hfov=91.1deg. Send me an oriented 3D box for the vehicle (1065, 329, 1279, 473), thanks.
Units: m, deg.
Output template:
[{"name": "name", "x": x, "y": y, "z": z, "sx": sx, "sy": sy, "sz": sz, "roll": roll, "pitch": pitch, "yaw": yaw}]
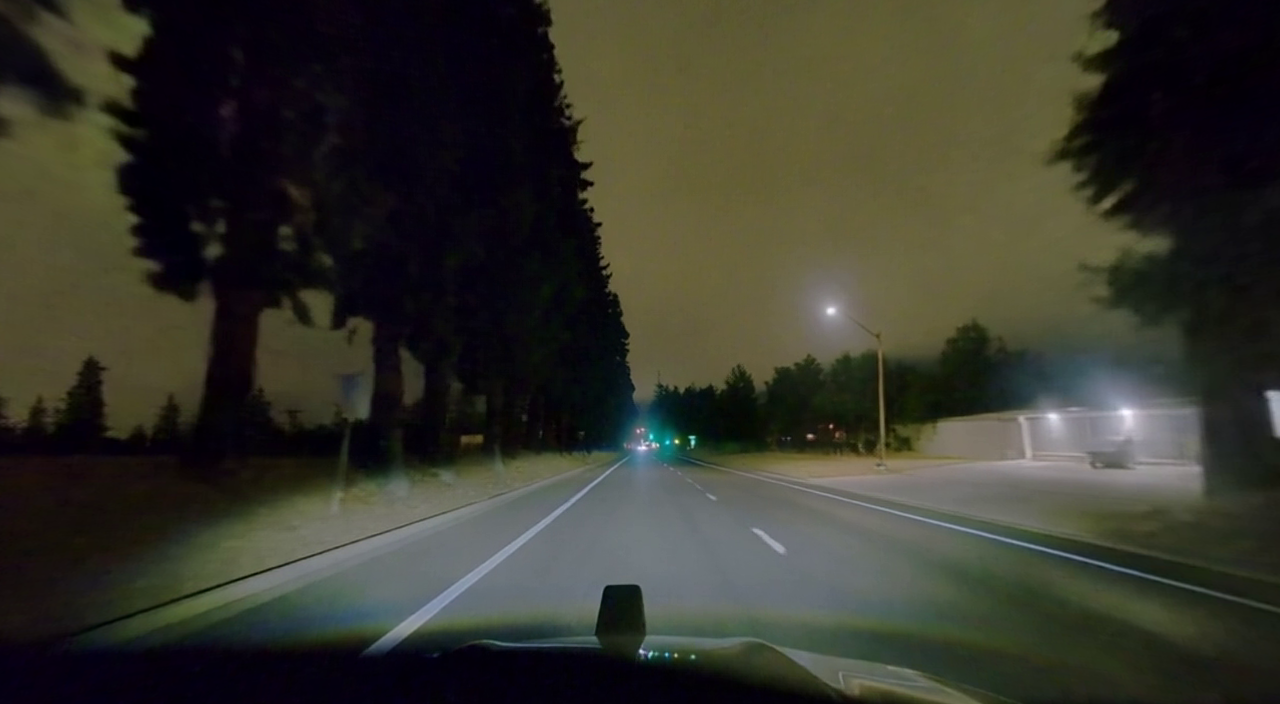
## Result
[{"name": "vehicle", "x": 17.085, "y": 1.651, "z": 18.305, "sx": 2.826, "sy": 3.500, "sz": 9.295, "roll": 0, "pitch": -9, "yaw": 0}]
